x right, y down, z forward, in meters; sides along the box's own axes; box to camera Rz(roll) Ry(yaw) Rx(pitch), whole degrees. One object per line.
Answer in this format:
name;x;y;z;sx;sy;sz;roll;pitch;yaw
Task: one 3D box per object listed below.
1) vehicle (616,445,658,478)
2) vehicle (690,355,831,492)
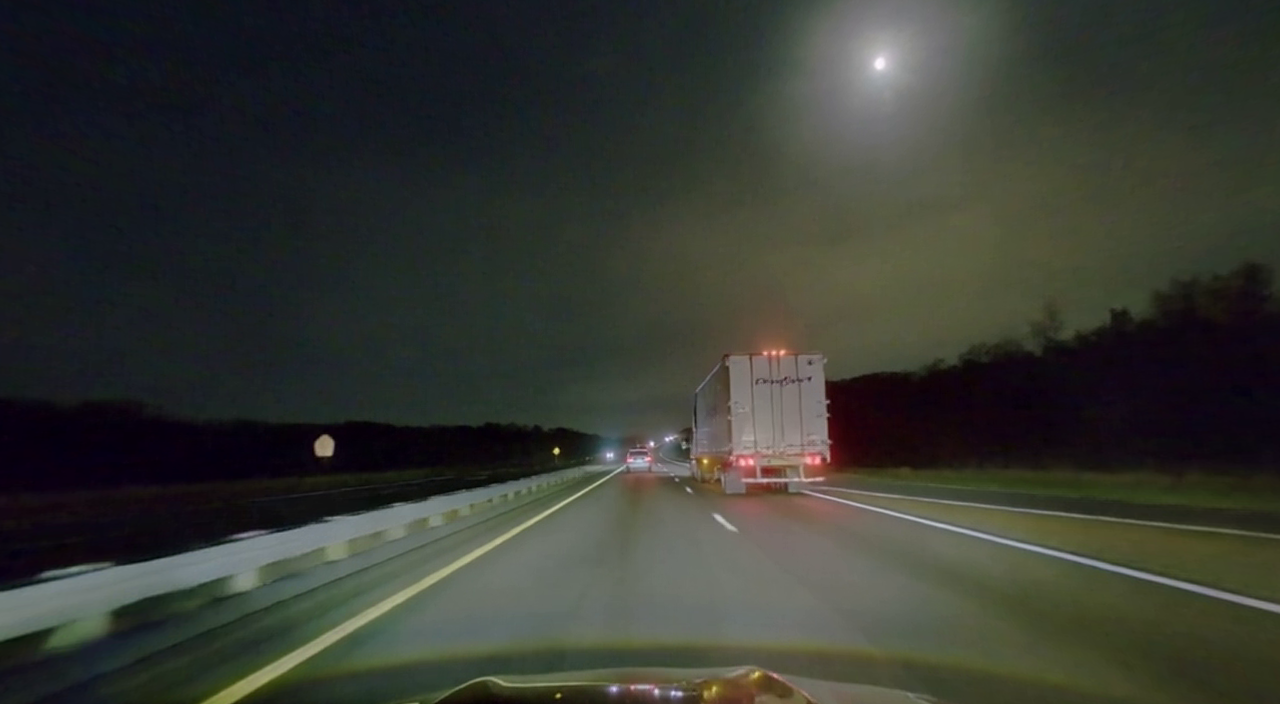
vehicle;-0.116;6.019;34.627;2.160;1.691;4.243;0;-9;1
vehicle;4.346;3.339;26.938;3.167;4.180;14.924;2;-9;0
